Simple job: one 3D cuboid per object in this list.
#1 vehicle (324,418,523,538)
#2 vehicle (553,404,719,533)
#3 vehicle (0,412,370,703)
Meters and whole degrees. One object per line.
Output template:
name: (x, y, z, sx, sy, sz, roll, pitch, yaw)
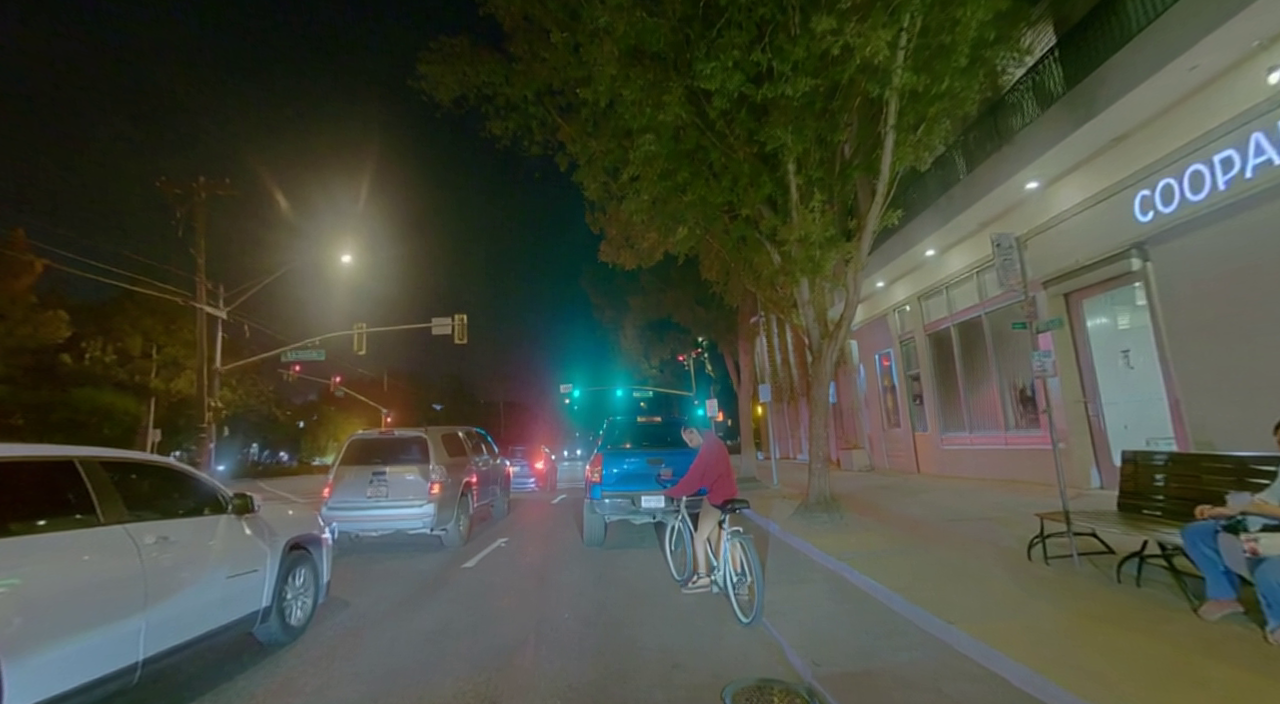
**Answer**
vehicle: (-3.609, 2.209, 11.610, 2.046, 1.750, 4.452, 0, -9, 0)
vehicle: (-0.104, 2.098, 11.844, 2.426, 1.882, 5.027, 0, -9, -1)
vehicle: (-3.558, 1.172, 3.683, 2.064, 1.486, 4.140, 0, -9, 1)
